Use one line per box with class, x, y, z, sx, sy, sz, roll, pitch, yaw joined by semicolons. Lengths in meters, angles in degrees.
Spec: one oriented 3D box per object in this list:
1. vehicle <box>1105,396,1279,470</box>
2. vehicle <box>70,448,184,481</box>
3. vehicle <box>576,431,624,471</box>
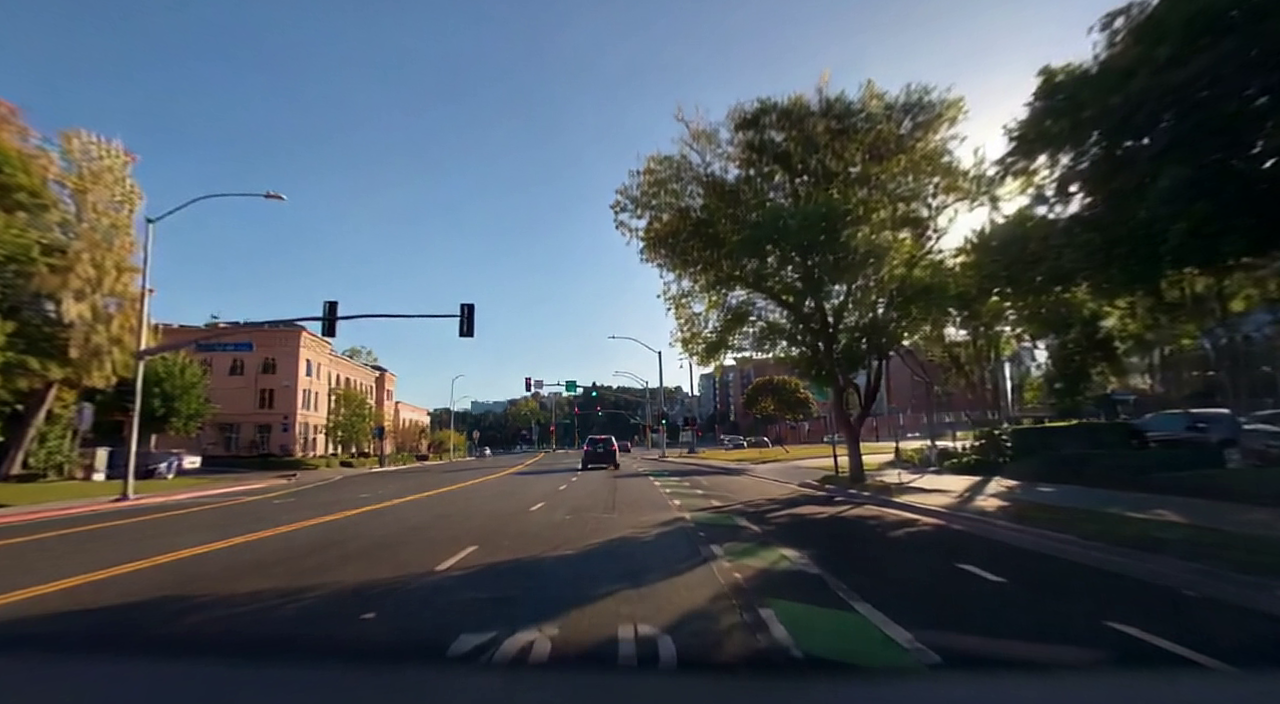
vehicle;14.534;2.119;16.436;1.858;1.681;3.860;0;-8;0
vehicle;-26.260;5.755;32.611;1.876;1.503;4.910;0;-8;-1
vehicle;-2.017;4.952;31.859;2.230;1.827;4.298;0;-8;-4
